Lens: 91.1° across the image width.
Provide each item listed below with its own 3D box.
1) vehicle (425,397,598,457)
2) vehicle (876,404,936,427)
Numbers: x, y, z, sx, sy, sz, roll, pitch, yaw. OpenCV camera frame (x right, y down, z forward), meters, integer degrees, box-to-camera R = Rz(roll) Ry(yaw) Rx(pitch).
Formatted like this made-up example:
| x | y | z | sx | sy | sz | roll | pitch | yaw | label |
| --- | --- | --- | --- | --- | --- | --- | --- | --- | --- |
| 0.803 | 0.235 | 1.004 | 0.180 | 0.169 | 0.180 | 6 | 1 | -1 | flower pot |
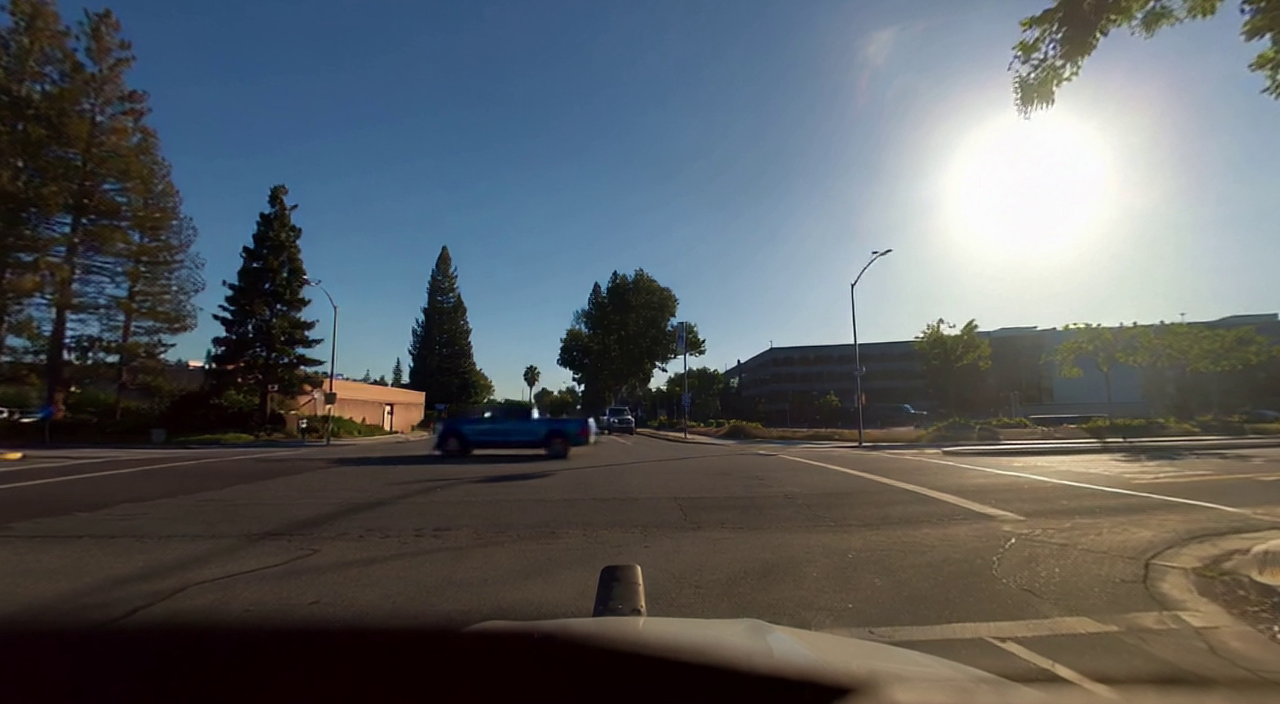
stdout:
| x | y | z | sx | sy | sz | roll | pitch | yaw | label |
| --- | --- | --- | --- | --- | --- | --- | --- | --- | --- |
| -4.237 | 2.551 | 20.952 | 5.333 | 1.837 | 2.124 | 2 | -9 | -13 | vehicle |
| 19.828 | 4.759 | 46.701 | 4.674 | 1.483 | 1.745 | 6 | -10 | -34 | vehicle |
